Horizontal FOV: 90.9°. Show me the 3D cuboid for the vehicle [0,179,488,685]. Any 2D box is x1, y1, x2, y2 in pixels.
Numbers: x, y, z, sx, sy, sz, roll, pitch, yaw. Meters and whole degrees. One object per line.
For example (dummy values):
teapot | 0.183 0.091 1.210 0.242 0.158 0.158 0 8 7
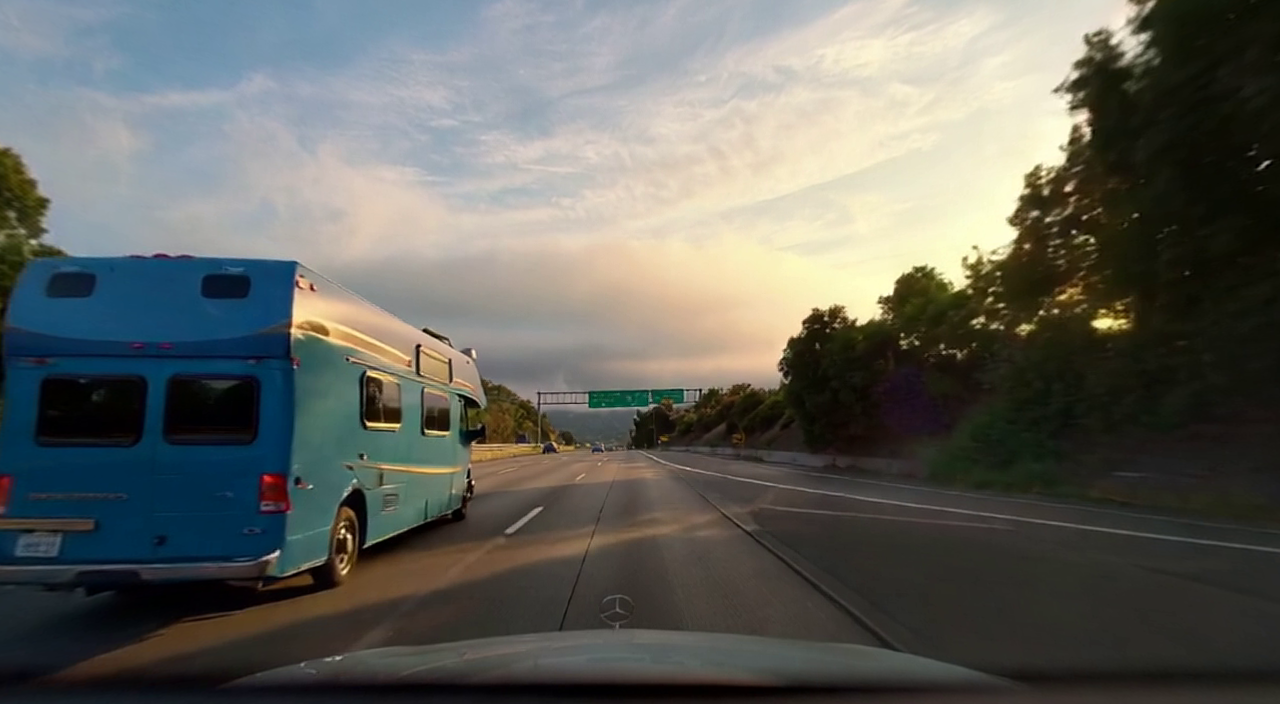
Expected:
vehicle | -3.971 0.884 7.777 2.676 3.269 7.388 0 -7 -3
